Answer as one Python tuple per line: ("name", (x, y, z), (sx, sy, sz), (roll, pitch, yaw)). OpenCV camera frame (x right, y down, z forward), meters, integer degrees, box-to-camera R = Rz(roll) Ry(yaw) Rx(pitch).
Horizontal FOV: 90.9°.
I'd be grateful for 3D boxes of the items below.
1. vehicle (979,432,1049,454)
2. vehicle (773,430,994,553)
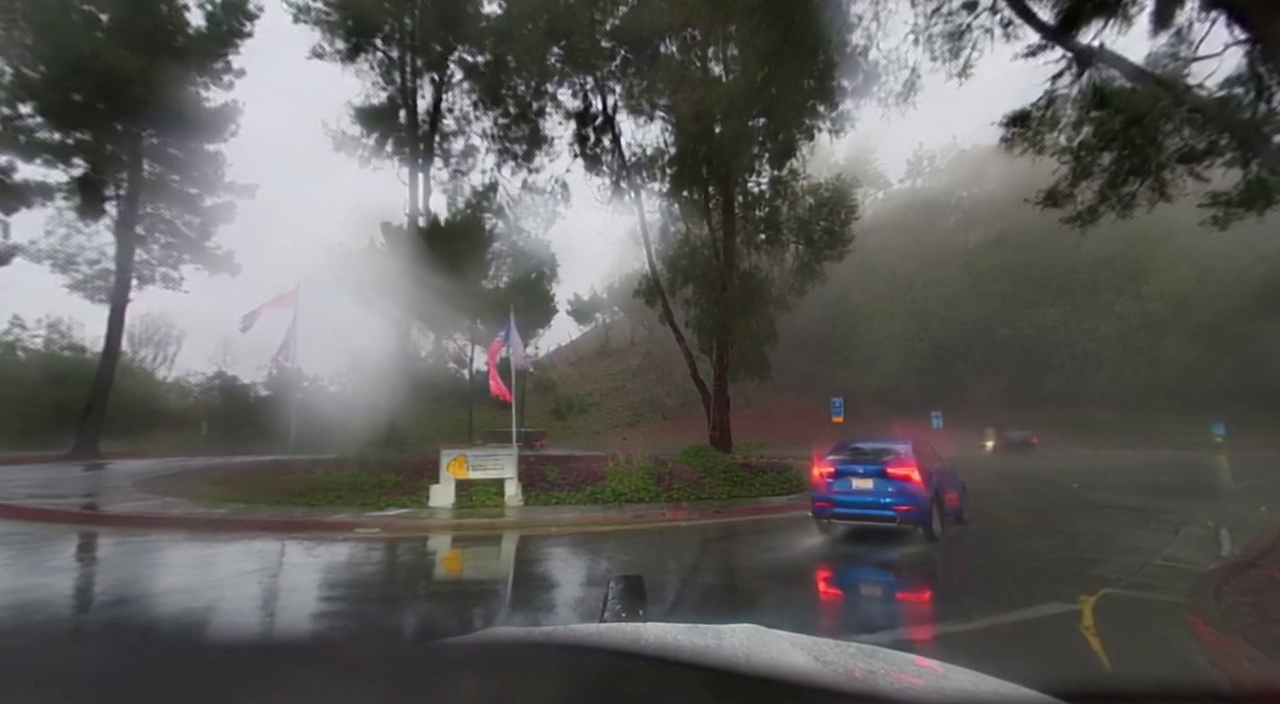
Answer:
("vehicle", (27.936, 6.810, 47.195), (4.045, 1.569, 1.781), (-1, -9, 7))
("vehicle", (4.198, 2.185, 10.558), (2.078, 1.607, 4.010), (-8, -12, 41))
